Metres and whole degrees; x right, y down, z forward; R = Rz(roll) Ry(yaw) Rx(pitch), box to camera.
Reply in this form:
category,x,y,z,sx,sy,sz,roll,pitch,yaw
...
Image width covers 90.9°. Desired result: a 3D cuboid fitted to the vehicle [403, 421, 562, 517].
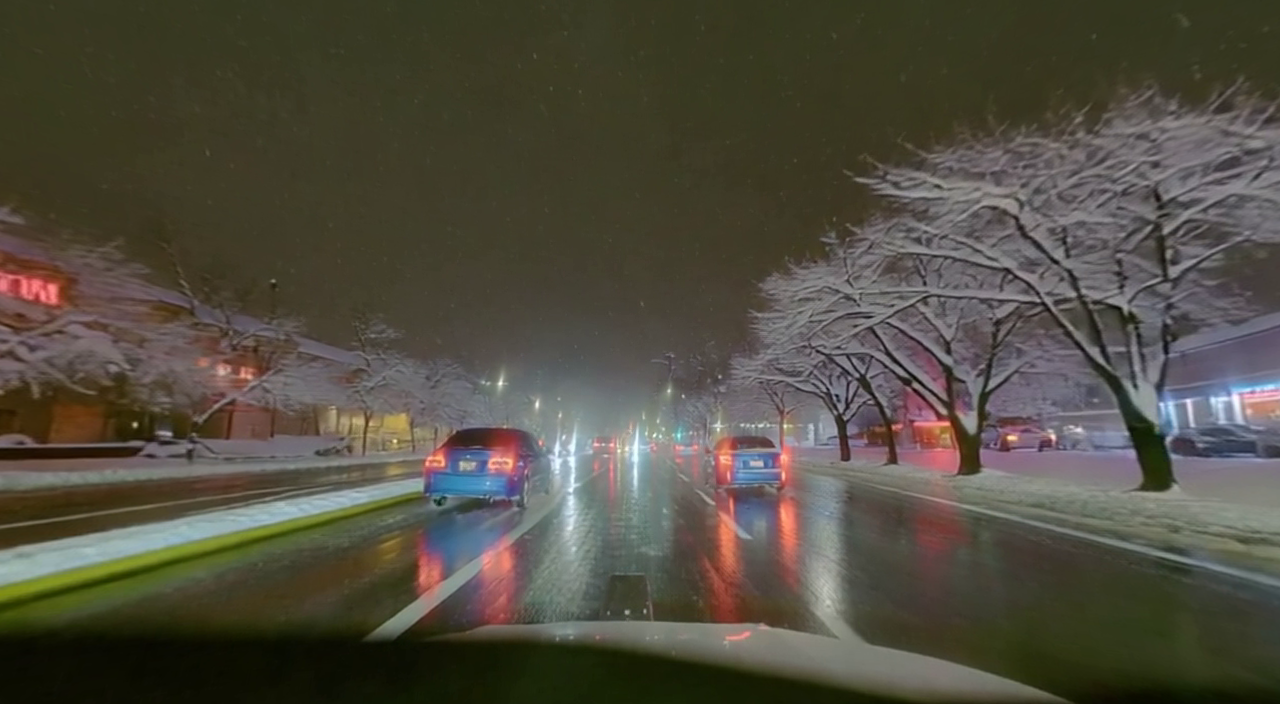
category,x,y,z,sx,sy,sz,roll,pitch,yaw
vehicle,-3.035,2.400,13.463,2.032,1.639,5.037,0,-8,1

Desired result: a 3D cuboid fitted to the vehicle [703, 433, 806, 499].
category,x,y,z,sx,sy,sz,roll,pitch,yaw
vehicle,2.876,2.960,16.794,1.946,1.513,4.133,0,-8,0

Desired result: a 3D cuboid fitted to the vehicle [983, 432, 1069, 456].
category,x,y,z,sx,sy,sz,roll,pitch,yaw
vehicle,29.385,7.012,48.056,5.166,1.792,1.944,-1,-8,3

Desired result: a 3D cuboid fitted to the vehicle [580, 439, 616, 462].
category,x,y,z,sx,sy,sz,roll,pitch,yaw
vehicle,-2.803,6.674,42.713,2.040,1.471,4.211,0,-8,2
